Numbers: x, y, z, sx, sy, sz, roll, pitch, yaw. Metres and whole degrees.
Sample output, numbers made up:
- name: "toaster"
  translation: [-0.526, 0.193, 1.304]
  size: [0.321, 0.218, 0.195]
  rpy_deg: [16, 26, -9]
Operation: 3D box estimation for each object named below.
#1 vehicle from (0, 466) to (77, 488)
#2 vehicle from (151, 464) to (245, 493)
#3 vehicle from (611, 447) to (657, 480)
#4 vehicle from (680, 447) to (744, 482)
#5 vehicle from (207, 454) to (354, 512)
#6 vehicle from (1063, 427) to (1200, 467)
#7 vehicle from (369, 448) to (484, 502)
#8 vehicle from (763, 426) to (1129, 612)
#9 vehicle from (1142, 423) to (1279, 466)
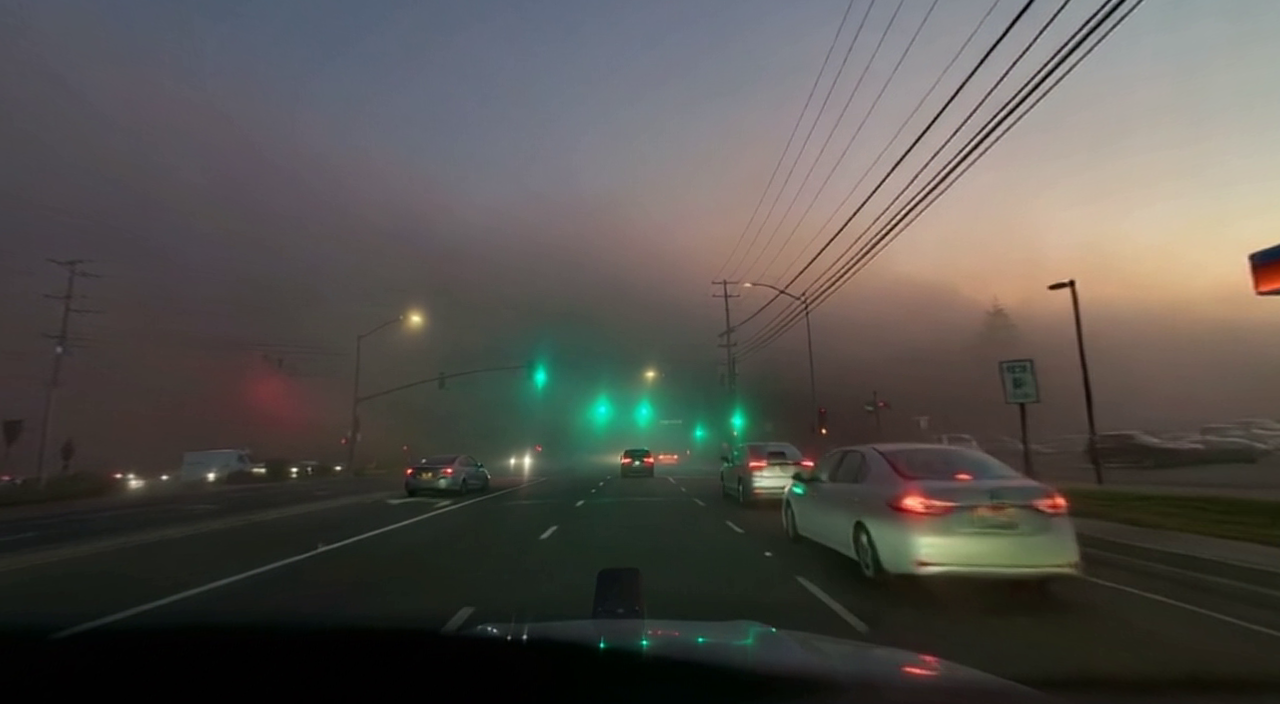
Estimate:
- name: "vehicle"
  translation: [-47.047, 9.681, 48.923]
  size: [4.812, 1.493, 1.991]
  rpy_deg: [0, -9, -1]
- name: "vehicle"
  translation: [-27.851, 7.940, 39.838]
  size: [4.989, 1.567, 2.075]
  rpy_deg: [-2, -10, 17]
- name: "vehicle"
  translation: [-0.320, 5.361, 30.656]
  size: [2.065, 1.484, 3.894]
  rpy_deg: [0, -9, -1]
- name: "vehicle"
  translation: [3.170, 5.092, 28.909]
  size: [2.208, 1.436, 4.542]
  rpy_deg: [0, -9, -2]
- name: "vehicle"
  translation: [-10.908, 3.968, 19.657]
  size: [1.985, 1.512, 4.433]
  rpy_deg: [-1, -9, 0]
- name: "vehicle"
  translation: [19.969, 3.916, 25.988]
  size: [2.140, 1.485, 4.425]
  rpy_deg: [-1, -9, 2]
- name: "vehicle"
  translation: [-6.437, 3.728, 19.590]
  size: [2.075, 1.470, 4.190]
  rpy_deg: [-1, -9, 0]
- name: "vehicle"
  translation: [2.946, 1.696, 7.406]
  size: [1.945, 1.470, 4.363]
  rpy_deg: [0, -9, -2]
- name: "vehicle"
  translation: [24.042, 3.846, 26.135]
  size: [1.934, 1.570, 5.073]
  rpy_deg: [1, -9, -7]
